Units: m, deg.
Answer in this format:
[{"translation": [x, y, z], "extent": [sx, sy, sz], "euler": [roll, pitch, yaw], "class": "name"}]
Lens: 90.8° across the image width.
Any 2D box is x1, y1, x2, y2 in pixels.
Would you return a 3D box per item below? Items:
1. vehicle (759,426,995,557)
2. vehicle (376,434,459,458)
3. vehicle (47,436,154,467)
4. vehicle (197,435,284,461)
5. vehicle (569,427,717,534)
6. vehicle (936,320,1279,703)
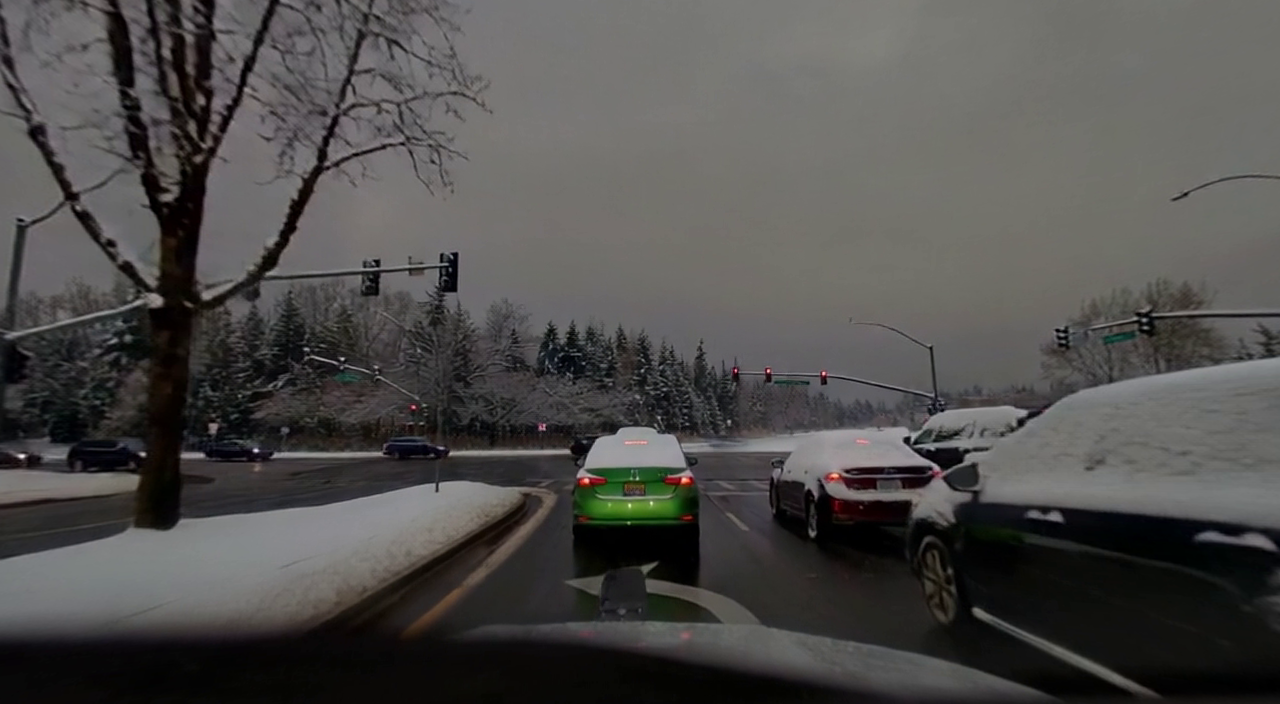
[{"translation": [3.131, 1.923, 9.466], "extent": [1.861, 1.479, 4.371], "euler": [0, -9, 0], "class": "vehicle"}, {"translation": [-14.407, 6.128, 41.106], "extent": [4.670, 1.542, 1.861], "euler": [1, -9, -5], "class": "vehicle"}, {"translation": [-30.360, 5.590, 35.622], "extent": [4.517, 1.637, 1.935], "euler": [-1, -9, 8], "class": "vehicle"}, {"translation": [-26.491, 6.361, 41.941], "extent": [4.526, 1.649, 1.920], "euler": [-1, -9, 4], "class": "vehicle"}, {"translation": [0.067, 2.082, 10.812], "extent": [2.026, 1.458, 4.175], "euler": [0, -9, 1], "class": "vehicle"}, {"translation": [3.413, 0.810, 2.505], "extent": [2.111, 1.780, 4.990], "euler": [0, -9, 1], "class": "vehicle"}]
